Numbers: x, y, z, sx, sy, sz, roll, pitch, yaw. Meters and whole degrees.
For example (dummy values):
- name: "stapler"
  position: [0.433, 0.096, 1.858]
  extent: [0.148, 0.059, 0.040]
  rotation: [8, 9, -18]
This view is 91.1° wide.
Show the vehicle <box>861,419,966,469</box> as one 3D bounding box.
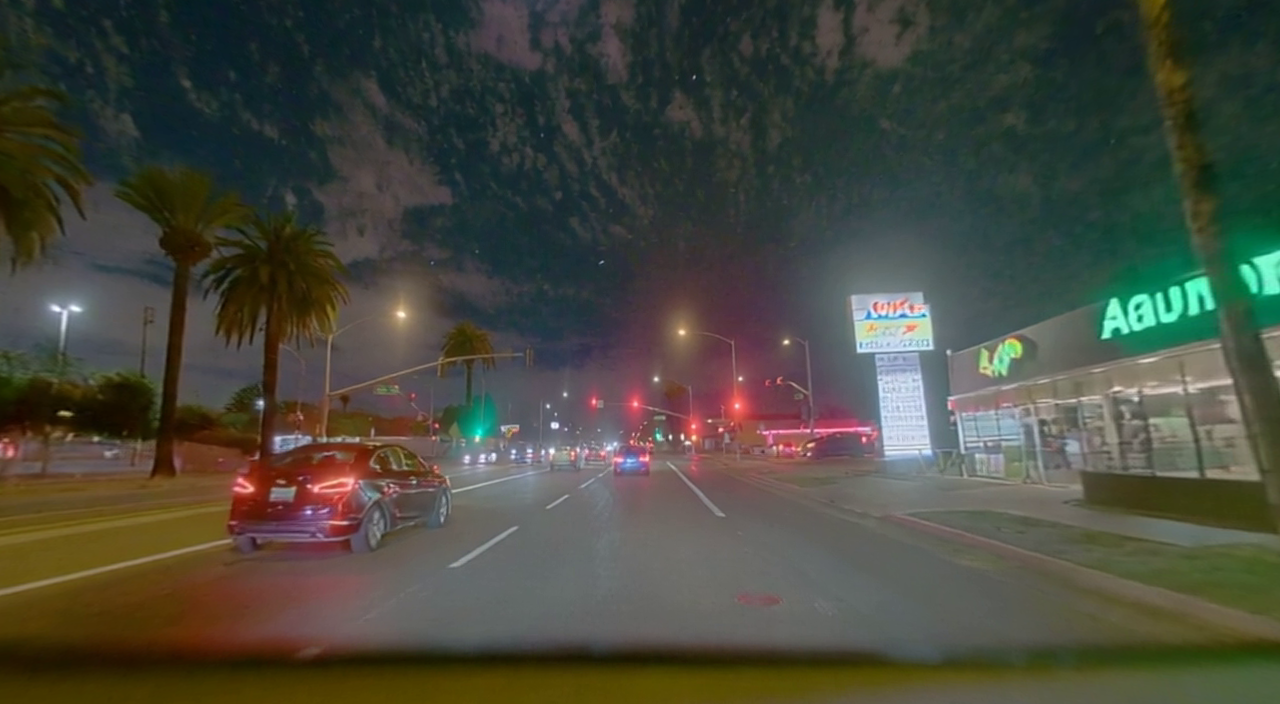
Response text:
- name: "vehicle"
  position: [11.213, 3.825, 26.282]
  extent: [2.111, 1.875, 5.301]
  rotation: [0, -8, 1]

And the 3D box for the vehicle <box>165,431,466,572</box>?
- name: "vehicle"
  position: [-4.150, 1.948, 9.079]
  extent: [1.904, 1.513, 4.410]
  rotation: [0, -8, 1]

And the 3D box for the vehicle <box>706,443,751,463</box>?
- name: "vehicle"
  position: [6.813, 7.710, 48.090]
  extent: [2.059, 1.486, 3.980]
  rotation: [-5, -9, 30]

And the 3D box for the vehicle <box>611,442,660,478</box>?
- name: "vehicle"
  position: [-0.142, 4.888, 28.615]
  extent: [2.094, 1.496, 4.070]
  rotation: [0, -8, 1]

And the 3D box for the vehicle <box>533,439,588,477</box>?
- name: "vehicle"
  position: [-3.683, 4.986, 29.725]
  extent: [1.979, 1.634, 3.957]
  rotation: [-1, -8, 2]

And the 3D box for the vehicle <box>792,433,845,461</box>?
- name: "vehicle"
  position: [11.264, 6.028, 39.910]
  extent: [1.982, 1.623, 4.211]
  rotation: [0, -8, -2]
